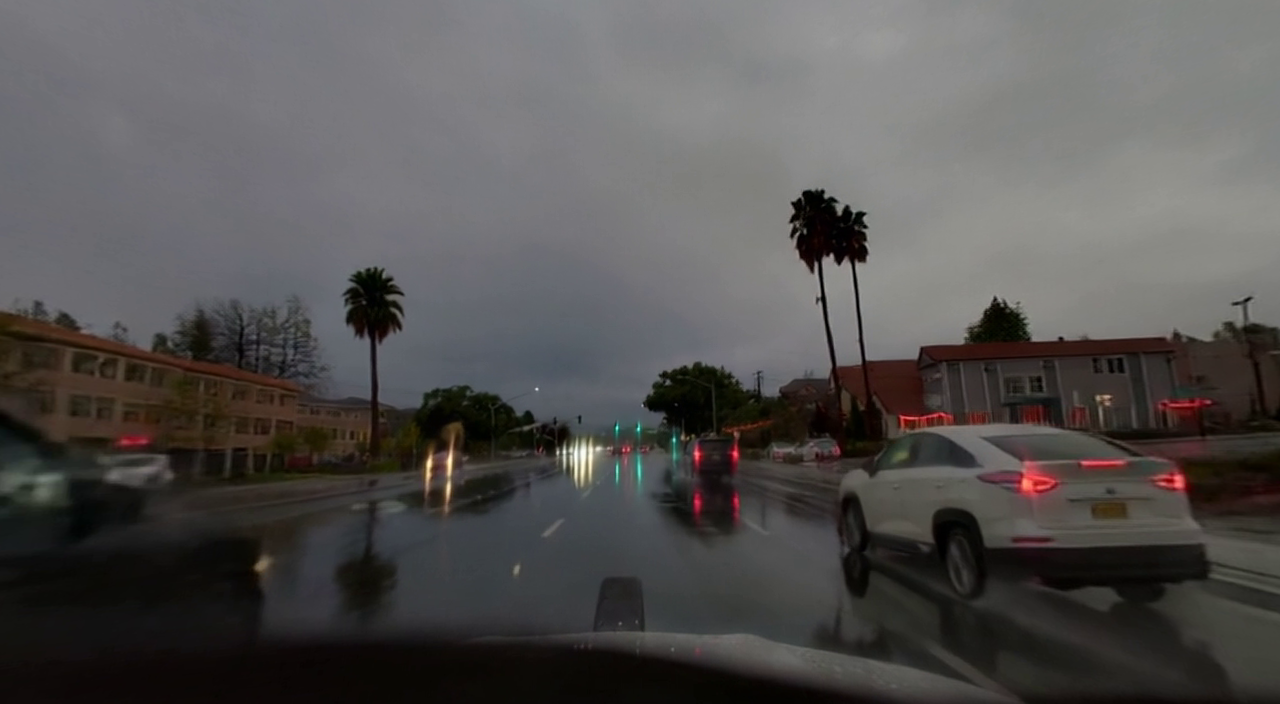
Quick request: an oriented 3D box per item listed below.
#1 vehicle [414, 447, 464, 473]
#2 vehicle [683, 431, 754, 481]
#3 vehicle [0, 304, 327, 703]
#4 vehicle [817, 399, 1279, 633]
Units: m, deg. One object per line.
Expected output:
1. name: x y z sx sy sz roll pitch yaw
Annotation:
1. vehicle: -14.934 8.034 47.092 2.101 1.832 4.893 0 -9 0
2. vehicle: 3.234 4.421 26.929 2.244 1.901 4.561 0 -9 -2
3. vehicle: -3.178 0.691 1.924 2.084 1.735 4.528 0 -9 0
4. vehicle: 3.594 1.509 6.725 2.084 1.682 4.148 0 -9 -2
